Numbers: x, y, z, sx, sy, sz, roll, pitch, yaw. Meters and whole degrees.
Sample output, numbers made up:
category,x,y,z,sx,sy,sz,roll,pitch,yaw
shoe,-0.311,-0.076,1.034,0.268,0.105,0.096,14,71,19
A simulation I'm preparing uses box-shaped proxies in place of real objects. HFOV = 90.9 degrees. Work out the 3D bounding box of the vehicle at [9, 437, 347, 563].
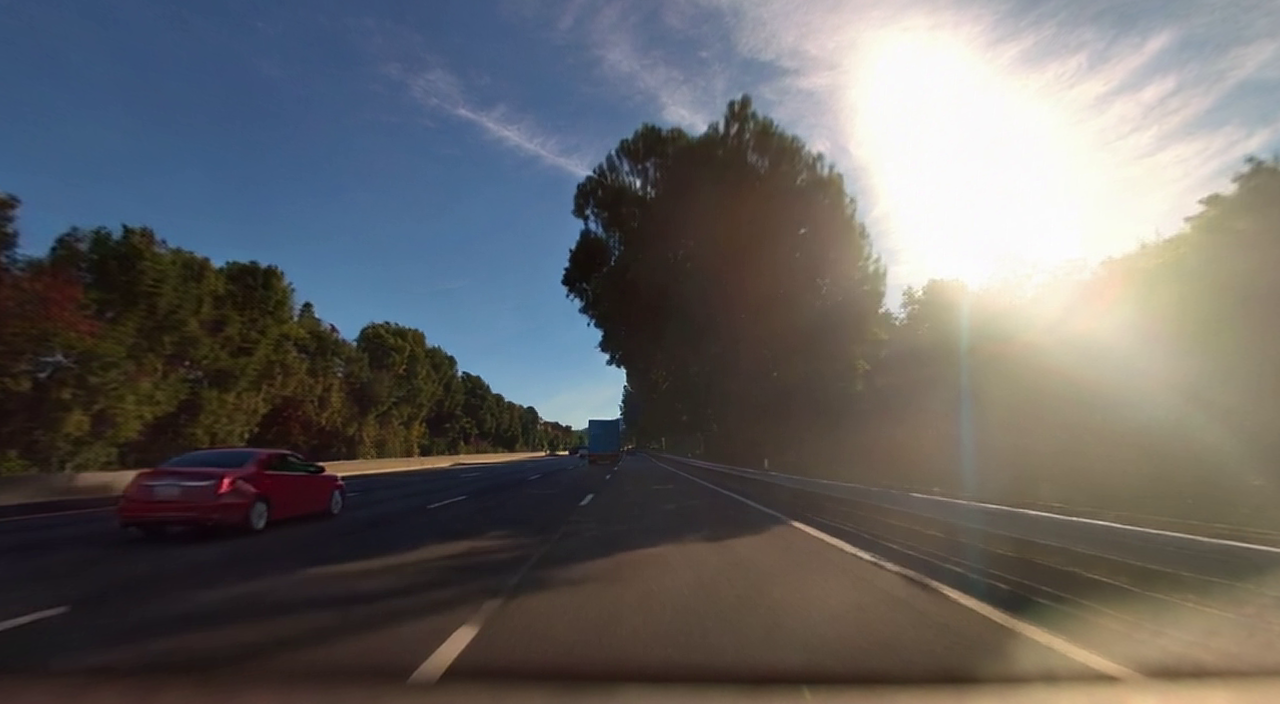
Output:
category,x,y,z,sx,sy,sz,roll,pitch,yaw
vehicle,-6.749,2.178,10.069,1.938,1.507,4.557,0,-9,0
